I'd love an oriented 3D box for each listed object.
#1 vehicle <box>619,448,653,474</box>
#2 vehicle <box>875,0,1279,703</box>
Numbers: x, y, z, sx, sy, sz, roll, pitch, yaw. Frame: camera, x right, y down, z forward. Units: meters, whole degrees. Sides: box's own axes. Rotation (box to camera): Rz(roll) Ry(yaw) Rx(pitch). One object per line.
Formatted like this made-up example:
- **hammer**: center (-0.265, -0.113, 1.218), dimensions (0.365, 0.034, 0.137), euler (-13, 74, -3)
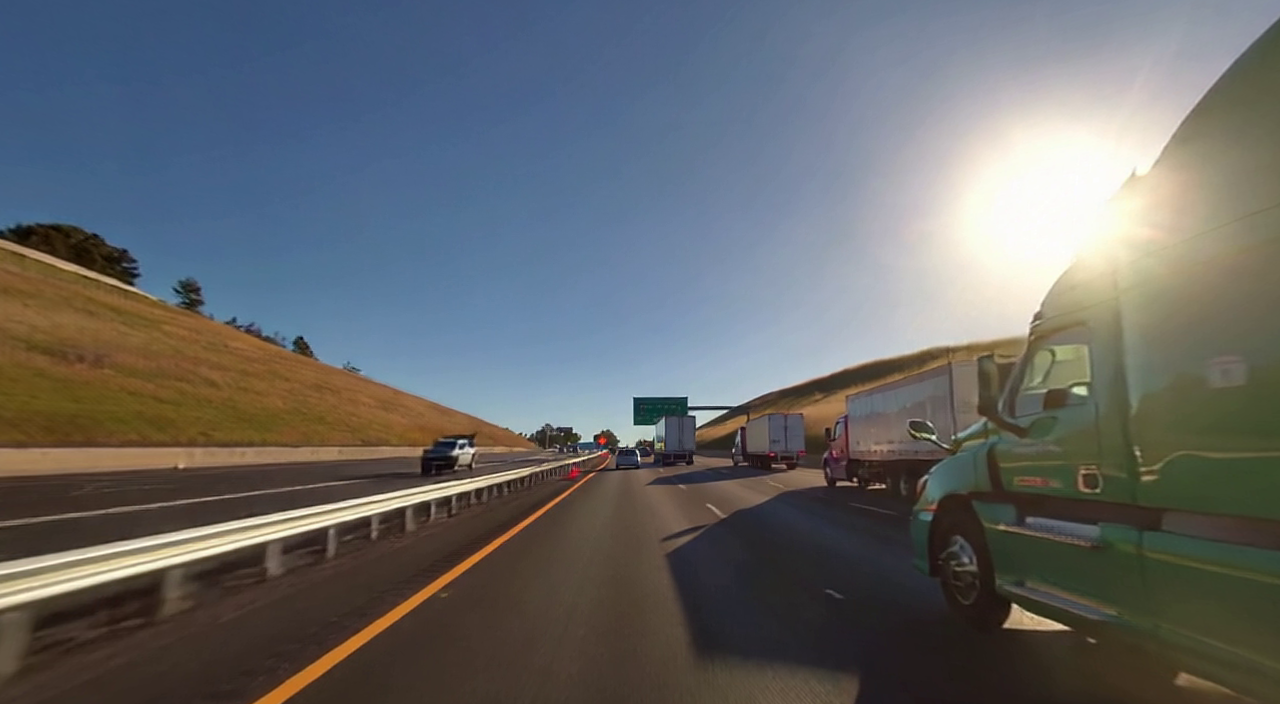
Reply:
- **vehicle**: center (-0.258, 6.361, 36.973), dimensions (1.927, 1.437, 3.794), euler (0, -9, -1)
- **vehicle**: center (3.613, -0.055, 2.323), dimensions (2.990, 3.934, 6.180), euler (0, -9, 0)
